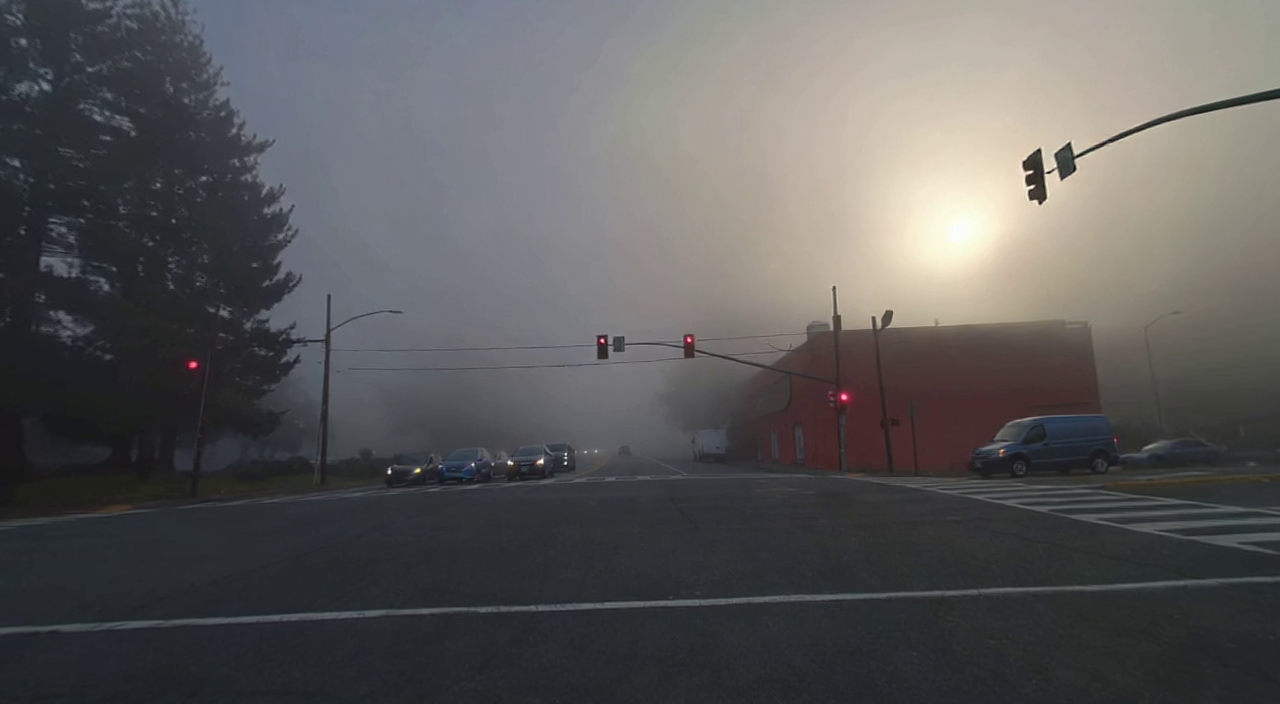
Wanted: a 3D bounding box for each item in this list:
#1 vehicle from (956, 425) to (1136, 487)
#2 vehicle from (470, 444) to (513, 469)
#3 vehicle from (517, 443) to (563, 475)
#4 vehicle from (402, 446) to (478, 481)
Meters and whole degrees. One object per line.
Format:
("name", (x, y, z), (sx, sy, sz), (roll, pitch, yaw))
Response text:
("vehicle", (14.853, 3.757, 23.142), (5.910, 2.046, 2.228), (3, -9, -19))
("vehicle", (-9.024, 6.374, 38.765), (1.779, 1.460, 4.463), (0, -9, -3))
("vehicle", (-4.805, 5.190, 30.921), (1.846, 1.416, 4.228), (0, -9, -4))
("vehicle", (-9.011, 5.035, 28.867), (2.024, 1.460, 4.381), (0, -9, 0))
